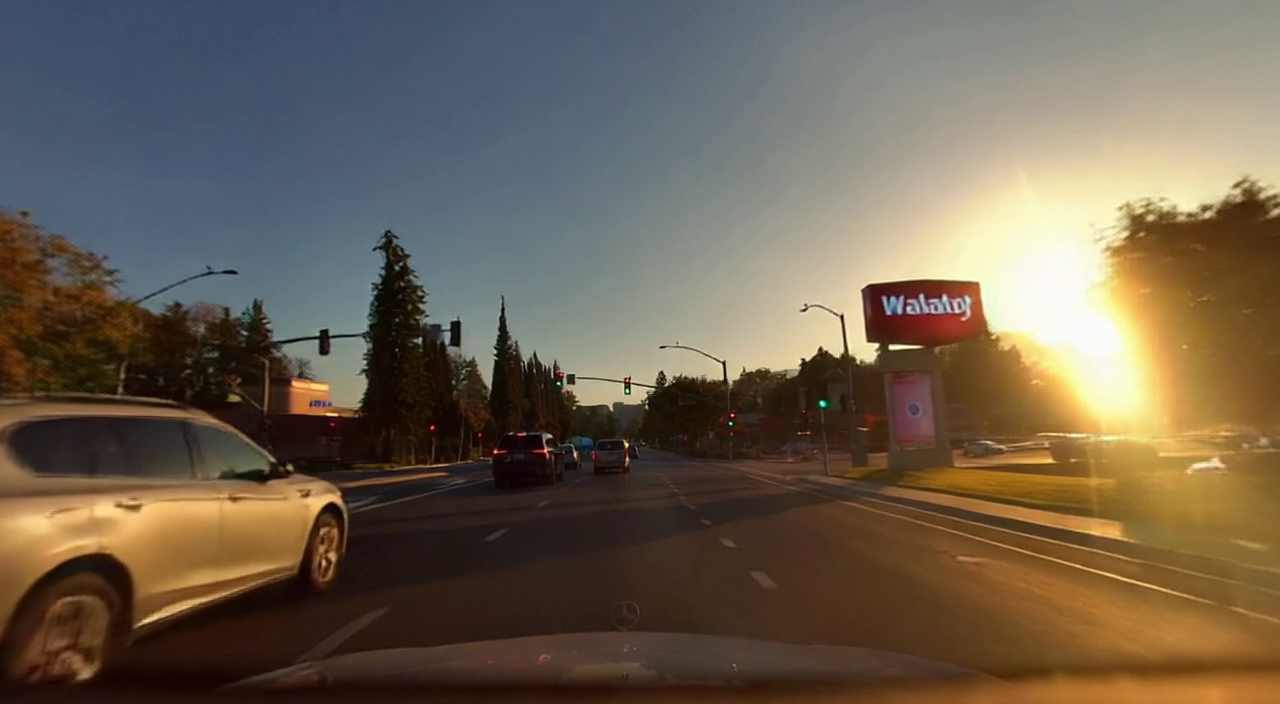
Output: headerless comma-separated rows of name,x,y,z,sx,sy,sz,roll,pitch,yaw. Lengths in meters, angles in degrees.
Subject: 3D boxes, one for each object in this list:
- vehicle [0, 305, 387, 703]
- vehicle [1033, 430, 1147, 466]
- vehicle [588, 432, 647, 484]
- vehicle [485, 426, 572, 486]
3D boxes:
vehicle,-3.702,0.963,3.963,2.159,1.877,4.925,0,-8,0
vehicle,26.490,5.673,37.316,5.039,1.877,2.076,-2,-8,0
vehicle,-0.805,4.041,24.289,2.061,1.809,4.141,0,-8,-1
vehicle,-4.043,3.911,24.096,2.252,1.999,5.605,0,-8,0
